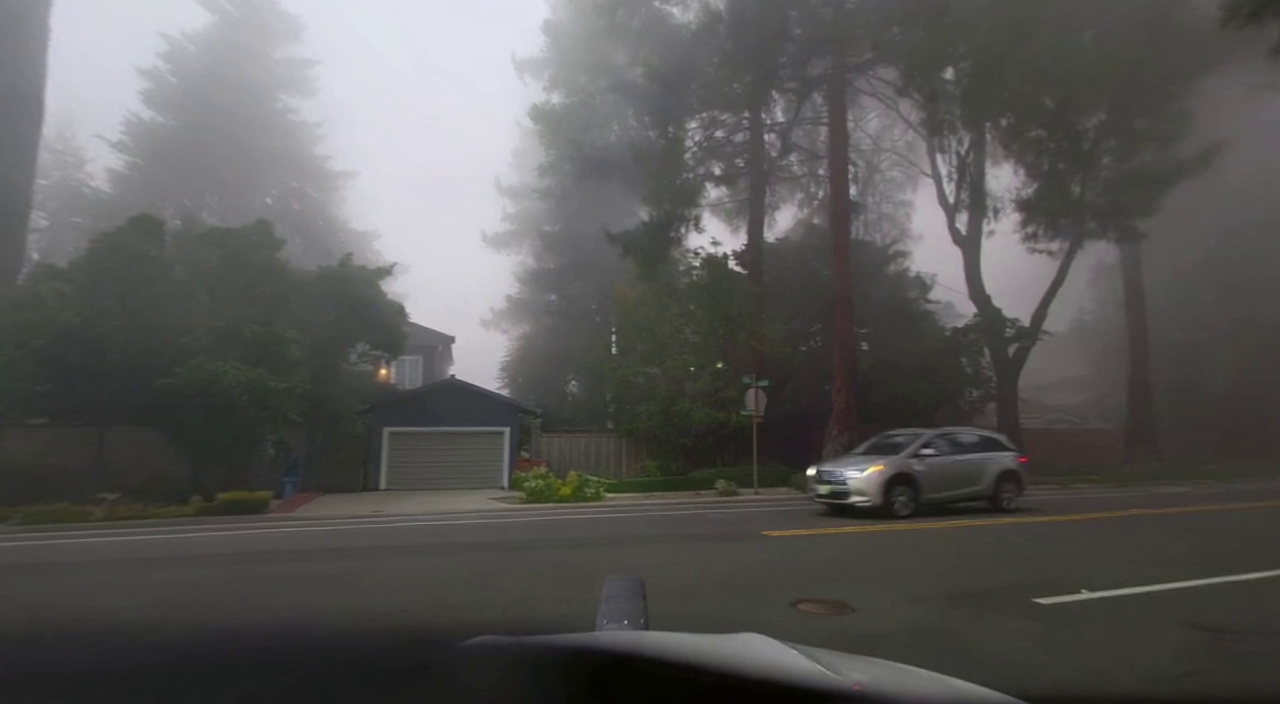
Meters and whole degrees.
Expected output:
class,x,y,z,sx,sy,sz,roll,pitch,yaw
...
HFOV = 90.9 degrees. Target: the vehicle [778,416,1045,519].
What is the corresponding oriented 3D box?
class,x,y,z,sx,sy,sz,roll,pitch,yaw
vehicle,5.213,2.184,12.290,4.462,1.706,2.046,3,-9,-18
